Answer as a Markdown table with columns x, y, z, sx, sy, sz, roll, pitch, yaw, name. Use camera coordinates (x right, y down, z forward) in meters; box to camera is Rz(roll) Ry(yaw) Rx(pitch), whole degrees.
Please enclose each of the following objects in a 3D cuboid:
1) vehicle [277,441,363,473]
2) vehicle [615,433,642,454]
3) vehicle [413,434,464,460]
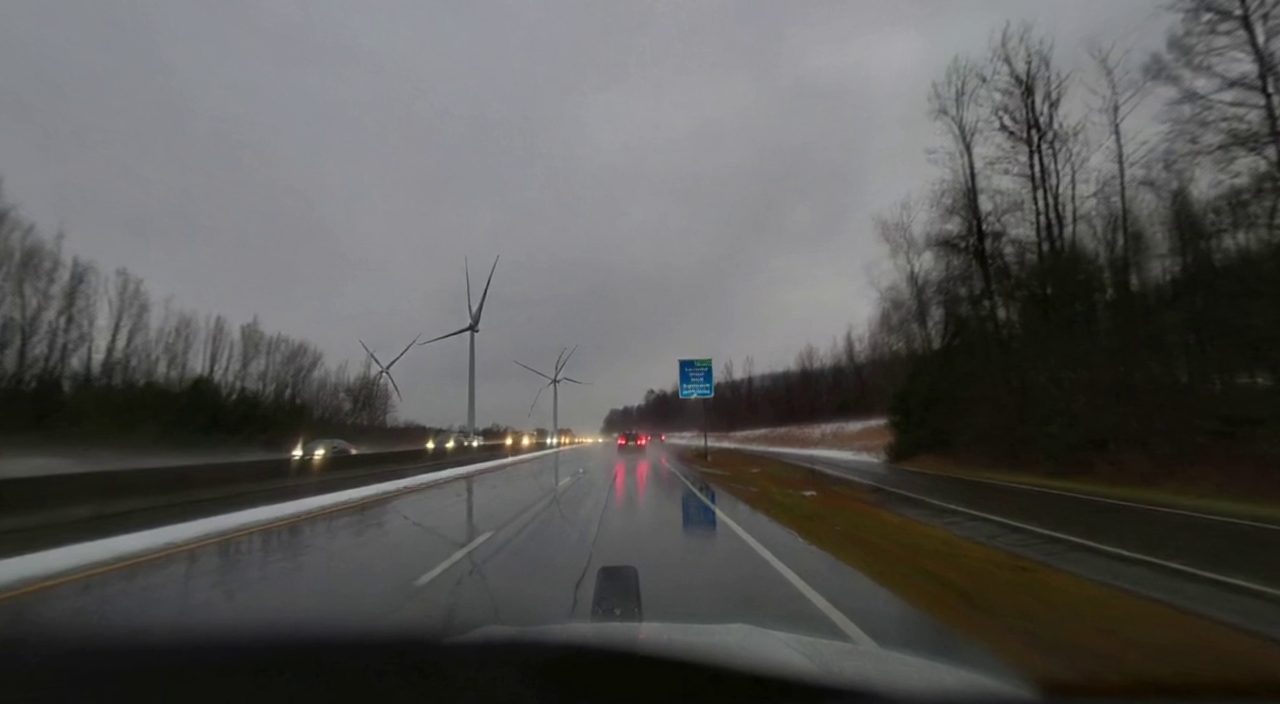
| x | y | z | sx | sy | sz | roll | pitch | yaw | name |
| --- | --- | --- | --- | --- | --- | --- | --- | --- | --- |
| -16.482 | 5.402 | 32.685 | 1.931 | 1.501 | 4.767 | 0 | -8 | 0 | vehicle |
| -0.856 | 6.764 | 46.659 | 1.892 | 1.496 | 3.575 | 0 | -8 | -1 | vehicle |
| -13.033 | 6.148 | 40.848 | 1.909 | 1.616 | 4.153 | 0 | -8 | 0 | vehicle |
